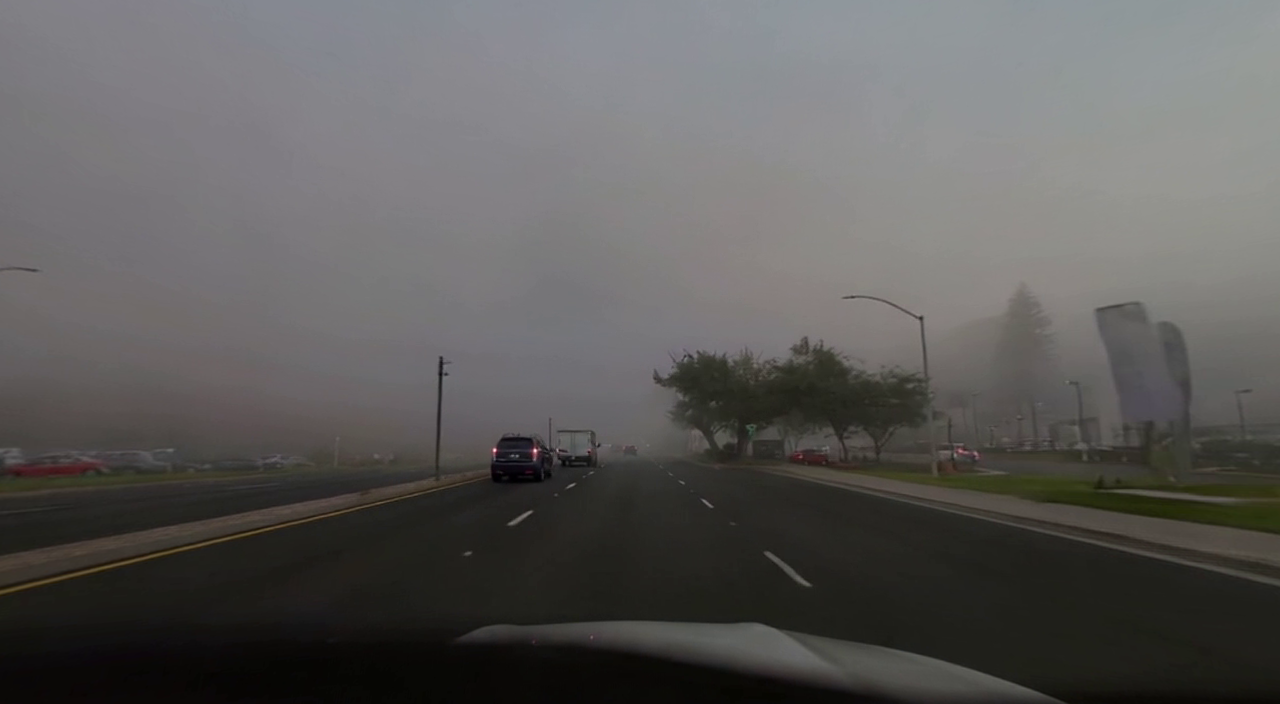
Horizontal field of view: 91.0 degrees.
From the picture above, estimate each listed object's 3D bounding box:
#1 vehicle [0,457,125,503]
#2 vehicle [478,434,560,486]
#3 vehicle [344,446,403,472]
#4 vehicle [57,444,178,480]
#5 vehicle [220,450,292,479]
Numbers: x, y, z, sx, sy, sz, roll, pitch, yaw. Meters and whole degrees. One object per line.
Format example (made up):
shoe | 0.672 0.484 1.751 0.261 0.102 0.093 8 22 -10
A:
vehicle | -22.766 4.922 24.560 1.858 1.530 4.044 0 -9 0
vehicle | -4.263 3.879 22.911 2.109 1.672 4.256 0 -9 0
vehicle | -19.344 7.755 45.949 2.108 1.770 4.992 0 -9 0
vehicle | -31.357 6.580 38.101 2.257 1.963 6.041 0 -9 -2
vehicle | -23.088 6.744 38.059 1.836 1.582 4.075 0 -9 -1
